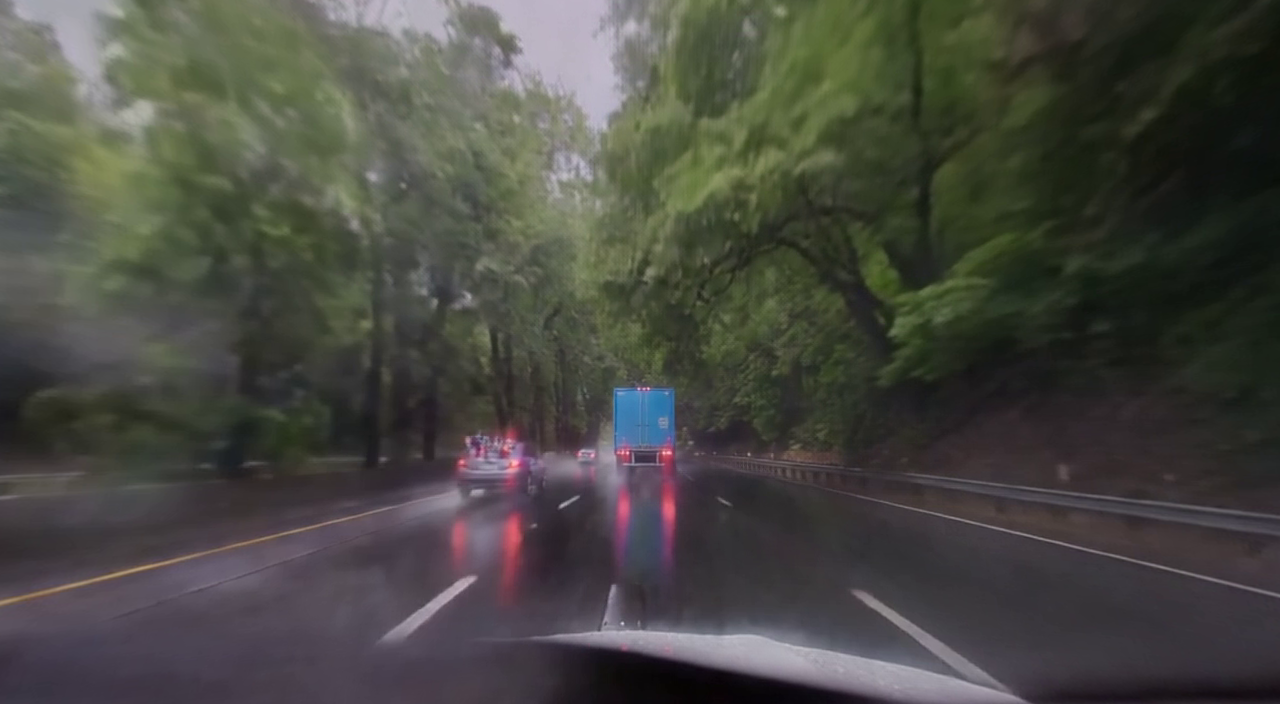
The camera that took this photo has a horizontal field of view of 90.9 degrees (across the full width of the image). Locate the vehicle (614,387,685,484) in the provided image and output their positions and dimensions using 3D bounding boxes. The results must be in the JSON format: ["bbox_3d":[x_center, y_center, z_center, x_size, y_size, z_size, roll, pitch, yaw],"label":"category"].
[{"bbox_3d":[0.471,4.022,29.634,2.821,3.878,8.925,0,-9,1],"label":"vehicle"}]

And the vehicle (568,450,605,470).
[{"bbox_3d":[-3.760,7.760,45.387,2.133,1.358,4.870,0,-9,2],"label":"vehicle"}]

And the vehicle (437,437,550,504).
[{"bbox_3d":[-3.943,3.292,17.943,2.018,1.632,4.722,0,-9,1],"label":"vehicle"}]
